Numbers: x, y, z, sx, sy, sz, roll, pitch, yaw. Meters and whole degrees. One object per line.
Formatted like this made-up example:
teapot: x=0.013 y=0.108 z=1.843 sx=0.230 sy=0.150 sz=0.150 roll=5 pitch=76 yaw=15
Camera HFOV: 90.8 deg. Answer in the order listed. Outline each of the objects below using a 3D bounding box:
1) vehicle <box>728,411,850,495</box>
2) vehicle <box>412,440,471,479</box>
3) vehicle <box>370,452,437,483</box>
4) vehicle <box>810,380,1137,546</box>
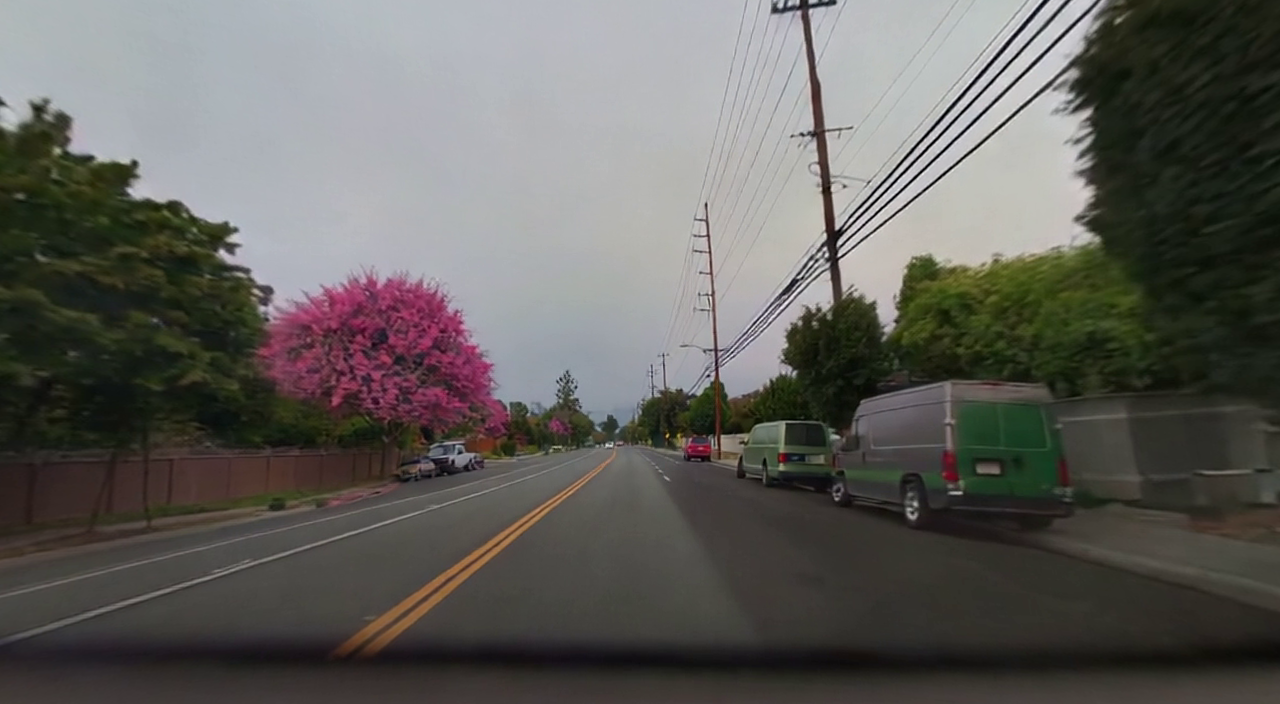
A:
vehicle: x=4.523 y=3.248 z=20.634 sx=2.578 sy=2.248 sz=7.011 roll=-1 pitch=-8 yaw=3
vehicle: x=-13.455 y=7.241 z=43.210 sx=2.331 sy=2.265 sz=5.888 roll=-3 pitch=-7 yaw=-2
vehicle: x=-13.479 y=6.577 z=36.367 sx=2.041 sy=1.573 sz=4.575 roll=-1 pitch=-8 yaw=1
vehicle: x=5.252 y=1.881 z=11.339 sx=2.335 sy=2.193 sz=5.656 roll=0 pitch=-8 yaw=-5
